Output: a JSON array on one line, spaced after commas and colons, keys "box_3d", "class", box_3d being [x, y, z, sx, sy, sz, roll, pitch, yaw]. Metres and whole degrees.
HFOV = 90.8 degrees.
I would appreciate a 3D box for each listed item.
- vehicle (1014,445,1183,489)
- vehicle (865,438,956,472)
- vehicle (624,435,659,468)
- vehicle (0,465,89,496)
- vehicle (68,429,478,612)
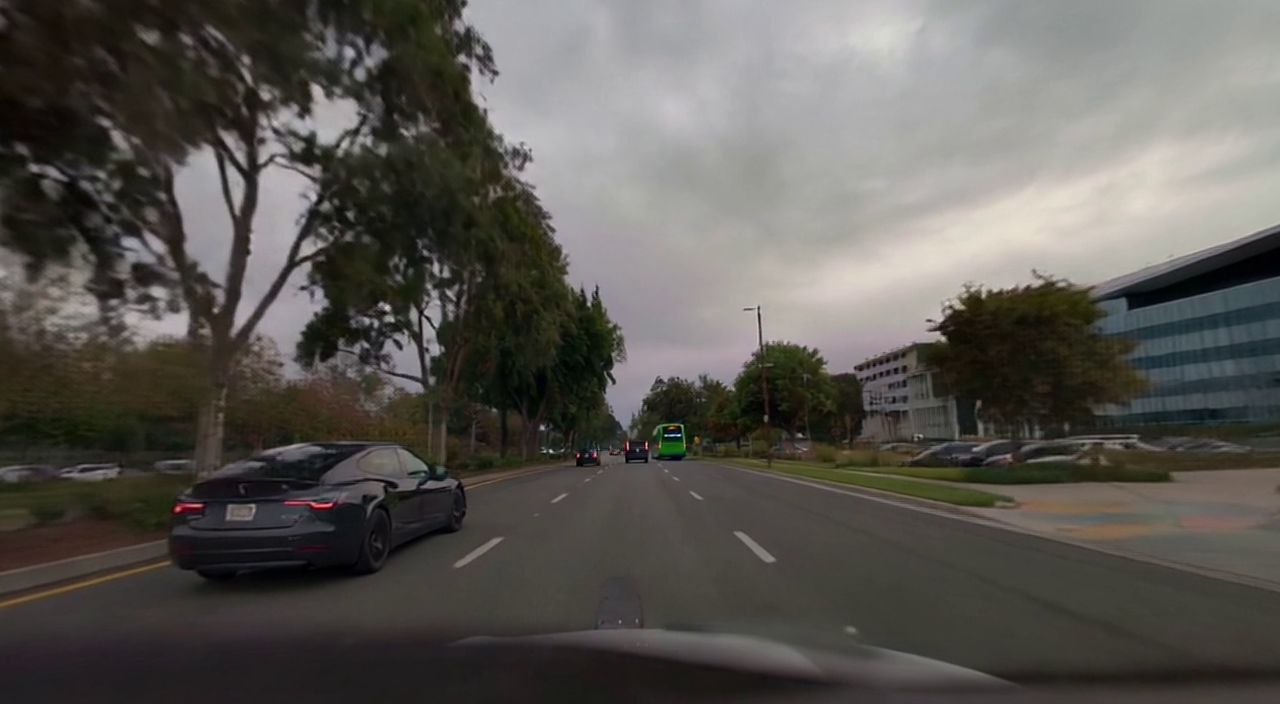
[{"box_3d": [16.642, 4.183, 23.111, 4.682, 1.507, 1.878, 0, -9, 0], "class": "vehicle"}, {"box_3d": [16.818, 6.420, 39.433, 4.520, 1.834, 2.167, -3, -10, -1], "class": "vehicle"}, {"box_3d": [0.050, 6.983, 44.373, 2.336, 2.122, 5.207, 0, -9, -1], "class": "vehicle"}, {"box_3d": [-33.759, 7.097, 35.021, 4.553, 1.621, 1.999, -1, -9, 4], "class": "vehicle"}, {"box_3d": [-3.595, 1.729, 7.497, 2.120, 1.481, 4.535, 0, -9, 0], "class": "vehicle"}]
